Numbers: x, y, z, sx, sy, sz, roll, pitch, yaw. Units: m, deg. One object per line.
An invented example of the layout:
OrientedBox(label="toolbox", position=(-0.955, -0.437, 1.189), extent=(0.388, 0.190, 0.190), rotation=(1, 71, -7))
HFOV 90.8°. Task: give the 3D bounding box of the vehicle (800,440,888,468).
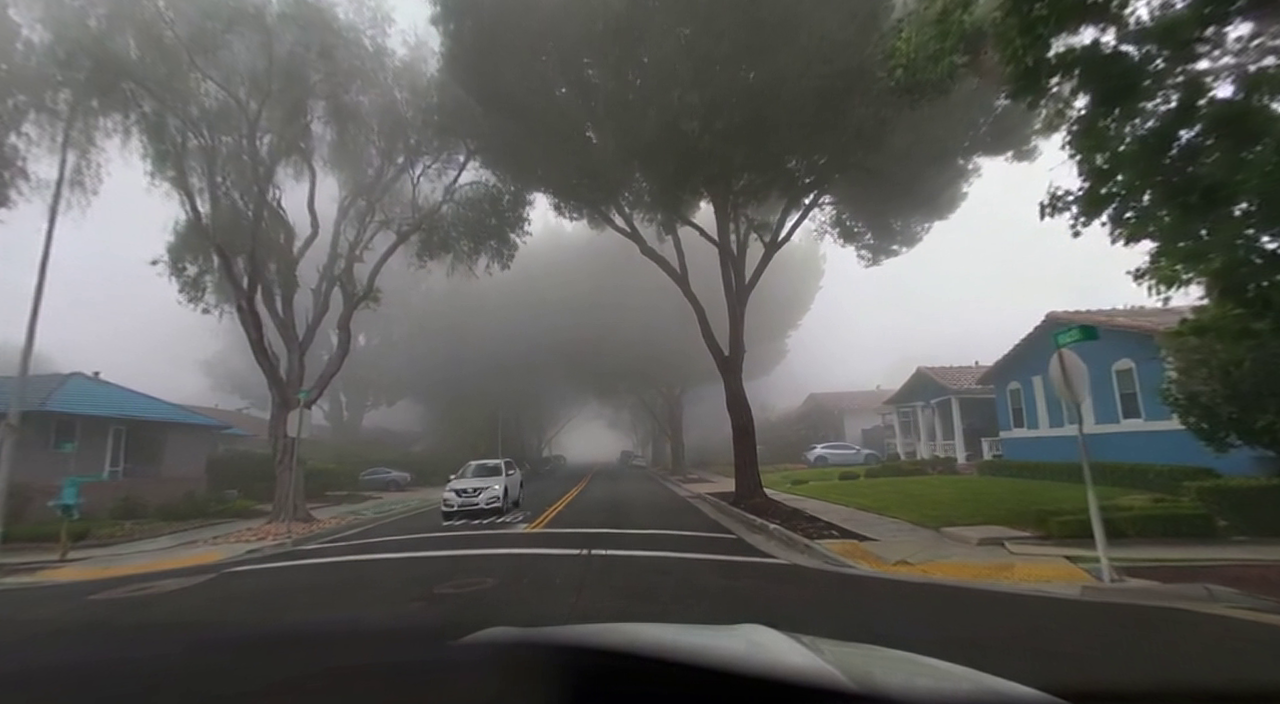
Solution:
OrientedBox(label="vehicle", position=(11.509, 5.780, 35.927), extent=(4.389, 1.480, 2.038), rotation=(-2, -6, 8))

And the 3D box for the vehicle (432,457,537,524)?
OrientedBox(label="vehicle", position=(-4.426, 3.986, 18.728), extent=(1.973, 1.683, 4.400), rotation=(0, -9, 0))

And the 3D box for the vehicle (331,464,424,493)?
OrientedBox(label="vehicle", position=(-14.886, 7.164, 35.923), extent=(4.487, 1.464, 1.889), rotation=(-1, -9, 9))
